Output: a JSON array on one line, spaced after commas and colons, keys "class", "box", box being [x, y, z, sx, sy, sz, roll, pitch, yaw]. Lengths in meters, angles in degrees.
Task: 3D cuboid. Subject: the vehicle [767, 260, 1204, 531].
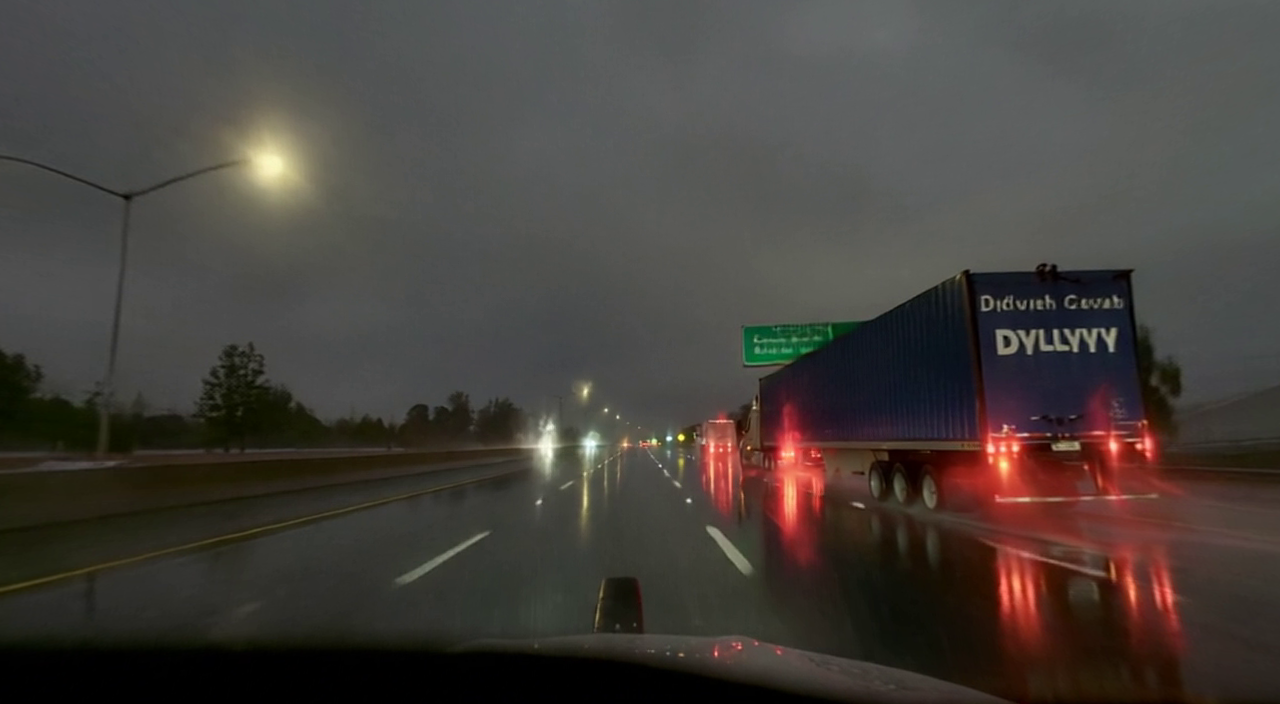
[{"class": "vehicle", "box": [6.572, 1.752, 17.269, 2.962, 3.947, 16.241, 0, -8, 0]}]
